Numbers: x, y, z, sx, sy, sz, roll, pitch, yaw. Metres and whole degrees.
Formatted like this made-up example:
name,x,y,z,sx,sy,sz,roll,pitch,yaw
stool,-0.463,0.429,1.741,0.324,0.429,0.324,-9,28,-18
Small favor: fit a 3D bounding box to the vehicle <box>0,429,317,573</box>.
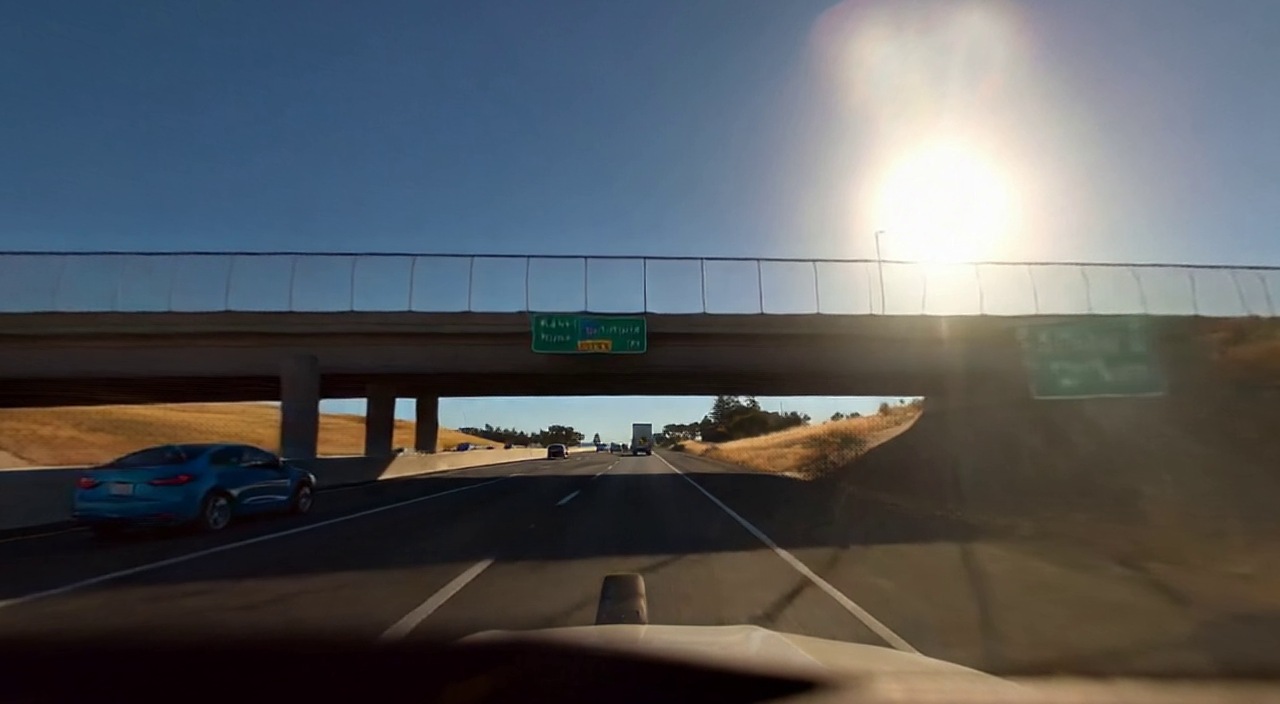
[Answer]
name,x,y,z,sx,sy,sz,roll,pitch,yaw
vehicle,-6.997,1.965,9.186,2.096,1.541,4.610,0,-8,0
